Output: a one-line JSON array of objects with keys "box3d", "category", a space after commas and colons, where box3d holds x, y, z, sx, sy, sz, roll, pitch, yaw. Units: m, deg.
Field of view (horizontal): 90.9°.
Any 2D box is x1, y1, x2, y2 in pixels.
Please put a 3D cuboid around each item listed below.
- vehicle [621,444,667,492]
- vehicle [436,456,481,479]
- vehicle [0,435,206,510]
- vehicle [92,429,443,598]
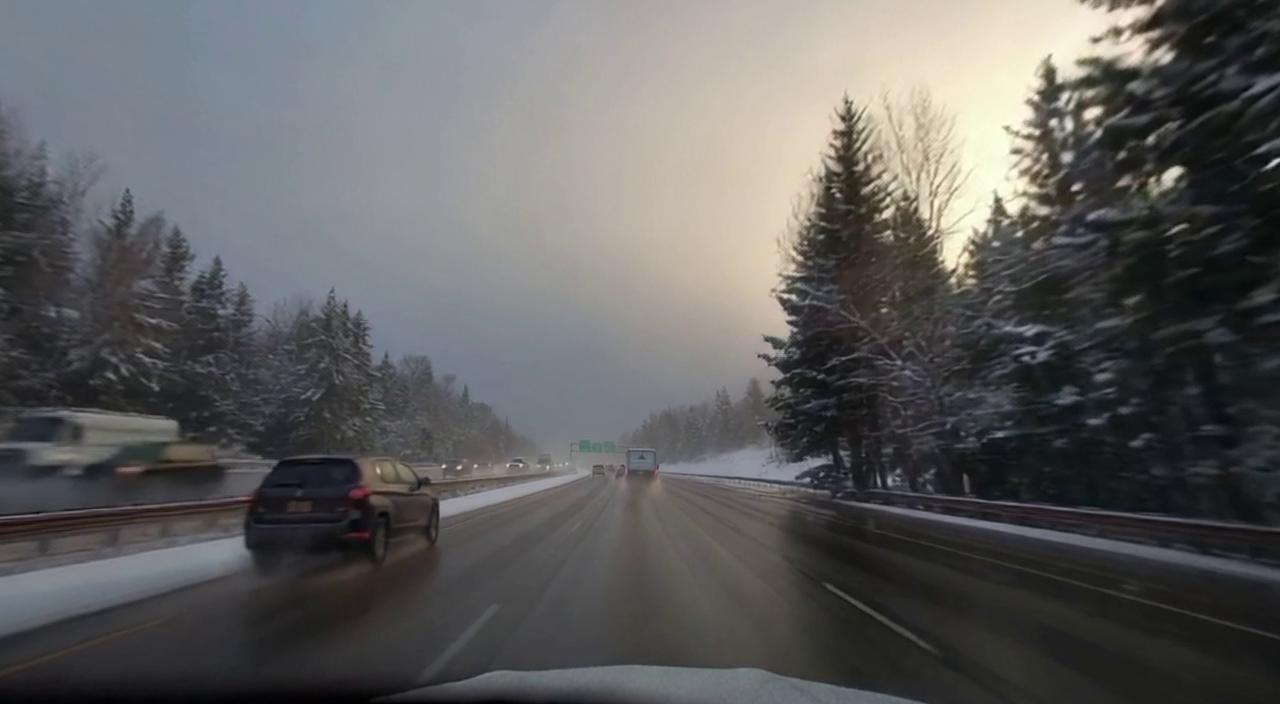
[{"box3d": [0.200, 6.835, 37.033, 2.482, 2.549, 5.447, 1, -11, -1], "category": "vehicle"}, {"box3d": [-13.135, 8.414, 45.849, 1.995, 1.543, 4.047, 1, -11, 0], "category": "vehicle"}, {"box3d": [-12.746, 2.811, 14.842, 1.871, 1.478, 4.406, 1, -11, 0], "category": "vehicle"}, {"box3d": [-4.258, 1.935, 8.168, 2.100, 1.605, 3.883, 1, -11, 0], "category": "vehicle"}]
